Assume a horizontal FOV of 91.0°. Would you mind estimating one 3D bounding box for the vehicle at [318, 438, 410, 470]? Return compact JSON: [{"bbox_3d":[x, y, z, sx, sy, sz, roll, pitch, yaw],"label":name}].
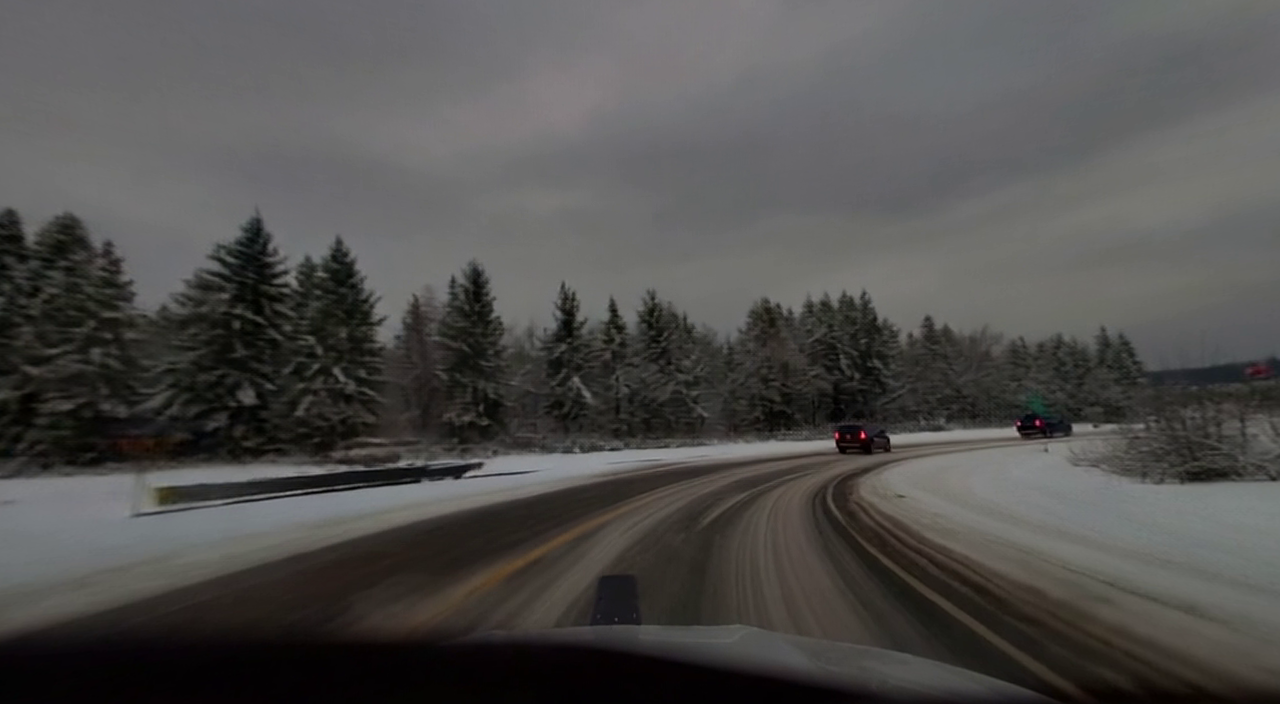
[{"bbox_3d":[-14.991,5.530,34.290,4.415,1.617,1.957,3,-9,-24],"label":"vehicle"}]
